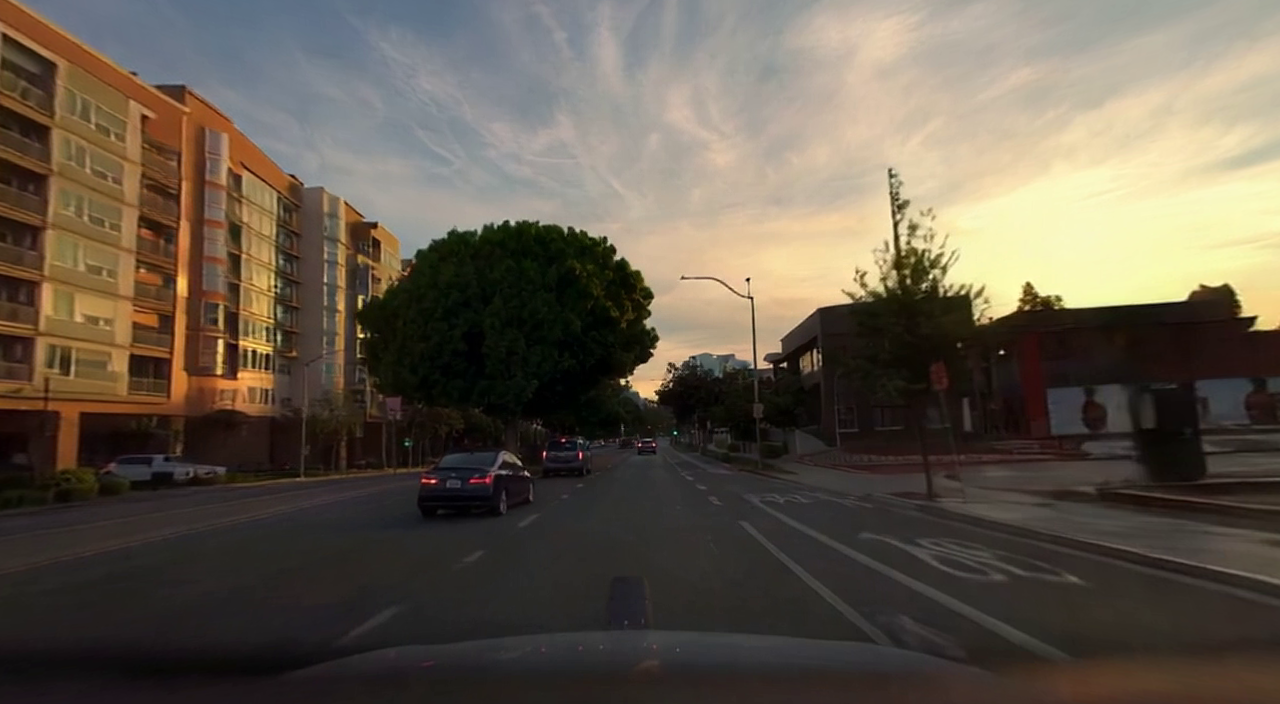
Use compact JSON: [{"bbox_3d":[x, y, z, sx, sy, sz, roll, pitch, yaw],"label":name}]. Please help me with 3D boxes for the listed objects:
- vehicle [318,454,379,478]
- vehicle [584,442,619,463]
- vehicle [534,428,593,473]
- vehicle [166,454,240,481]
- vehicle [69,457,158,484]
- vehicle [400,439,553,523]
[{"bbox_3d":[-19.693,7.694,42.824,1.878,1.472,4.736,0,-9,1],"label":"vehicle"},{"bbox_3d":[-2.783,7.463,47.091,2.246,1.481,4.146,0,-9,2],"label":"vehicle"},{"bbox_3d":[-3.524,4.686,30.060,2.152,1.987,4.527,0,-9,1],"label":"vehicle"},{"bbox_3d":[-28.718,7.556,41.555,1.859,1.614,4.102,0,-9,1],"label":"vehicle"},{"bbox_3d":[-34.345,7.710,41.283,1.868,1.591,4.503,0,-9,0],"label":"vehicle"},{"bbox_3d":[-3.102,2.535,12.968,1.959,1.406,4.272,0,-9,1],"label":"vehicle"}]
